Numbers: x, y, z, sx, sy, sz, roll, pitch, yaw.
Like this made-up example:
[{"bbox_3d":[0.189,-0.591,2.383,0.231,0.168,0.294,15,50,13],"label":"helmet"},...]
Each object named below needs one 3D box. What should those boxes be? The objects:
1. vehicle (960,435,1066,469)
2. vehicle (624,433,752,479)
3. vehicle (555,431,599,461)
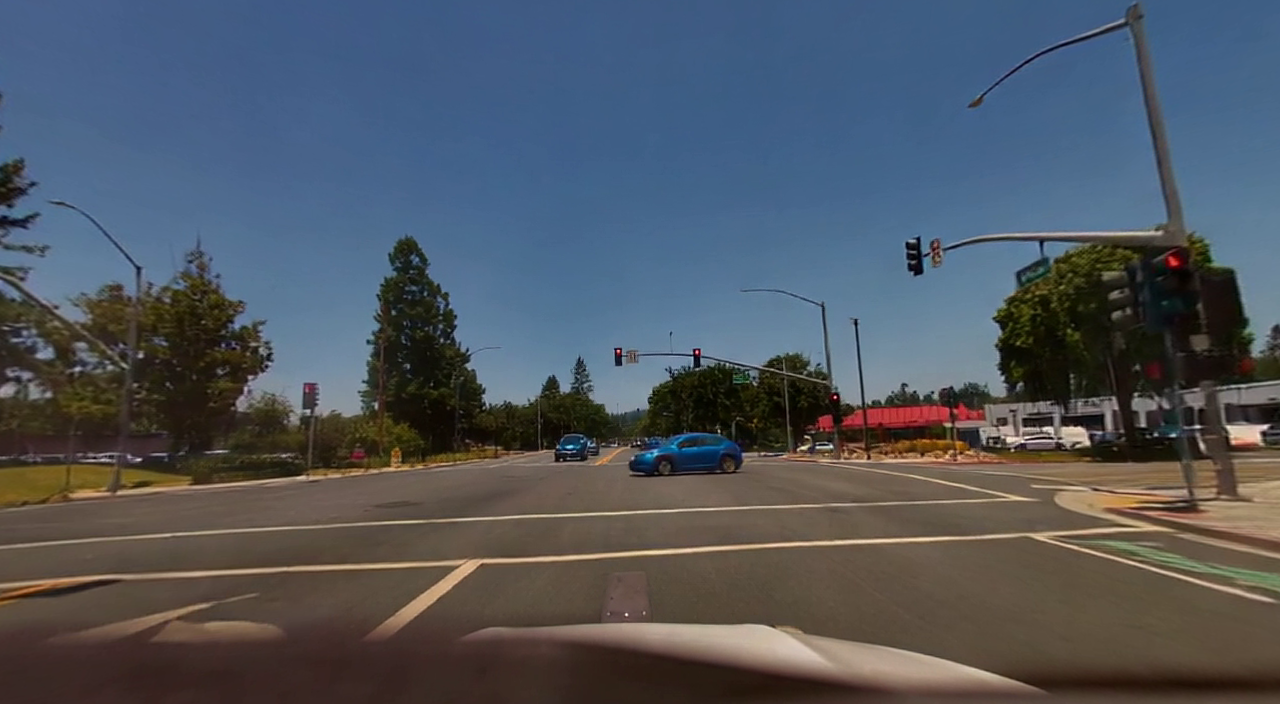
[{"bbox_3d":[17.828,4.758,30.143,4.377,1.523,1.877,3,-9,-19],"label":"vehicle"},{"bbox_3d":[1.798,3.722,22.797,4.528,1.482,1.864,6,-11,-38],"label":"vehicle"},{"bbox_3d":[-3.741,5.675,38.066,2.140,1.638,4.259,0,-8,1],"label":"vehicle"}]
